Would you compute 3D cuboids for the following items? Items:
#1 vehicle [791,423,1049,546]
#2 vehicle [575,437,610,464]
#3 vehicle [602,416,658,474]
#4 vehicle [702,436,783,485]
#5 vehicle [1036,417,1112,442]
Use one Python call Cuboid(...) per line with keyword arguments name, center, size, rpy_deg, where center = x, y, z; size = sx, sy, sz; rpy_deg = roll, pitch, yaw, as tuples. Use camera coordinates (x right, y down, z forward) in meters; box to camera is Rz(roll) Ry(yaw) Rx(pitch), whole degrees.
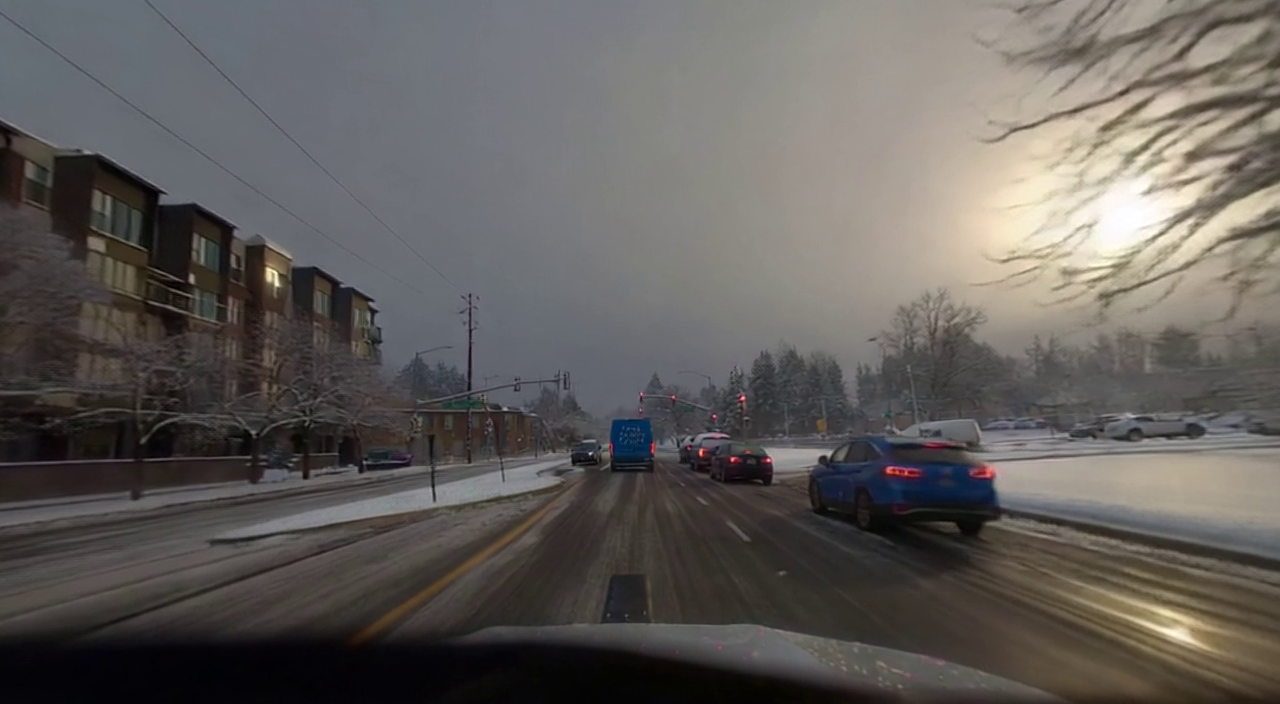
Cuboid(name="vehicle", center=(4.079, 2.023, 10.361), size=(1.967, 1.506, 4.968), rpy_deg=(0, -9, 0))
Cuboid(name="vehicle", center=(-3.232, 6.789, 43.595), size=(2.203, 1.786, 4.249), rpy_deg=(0, -9, -1))
Cuboid(name="vehicle", center=(-0.393, 4.415, 29.876), size=(2.422, 2.488, 4.992), rpy_deg=(0, -9, 1))
Cuboid(name="vehicle", center=(3.374, 3.659, 21.607), size=(1.951, 1.483, 4.582), rpy_deg=(0, -9, -1))
Cuboid(name="vehicle", center=(30.957, 5.555, 45.008), size=(4.153, 1.764, 1.858), rpy_deg=(1, -9, -9))
